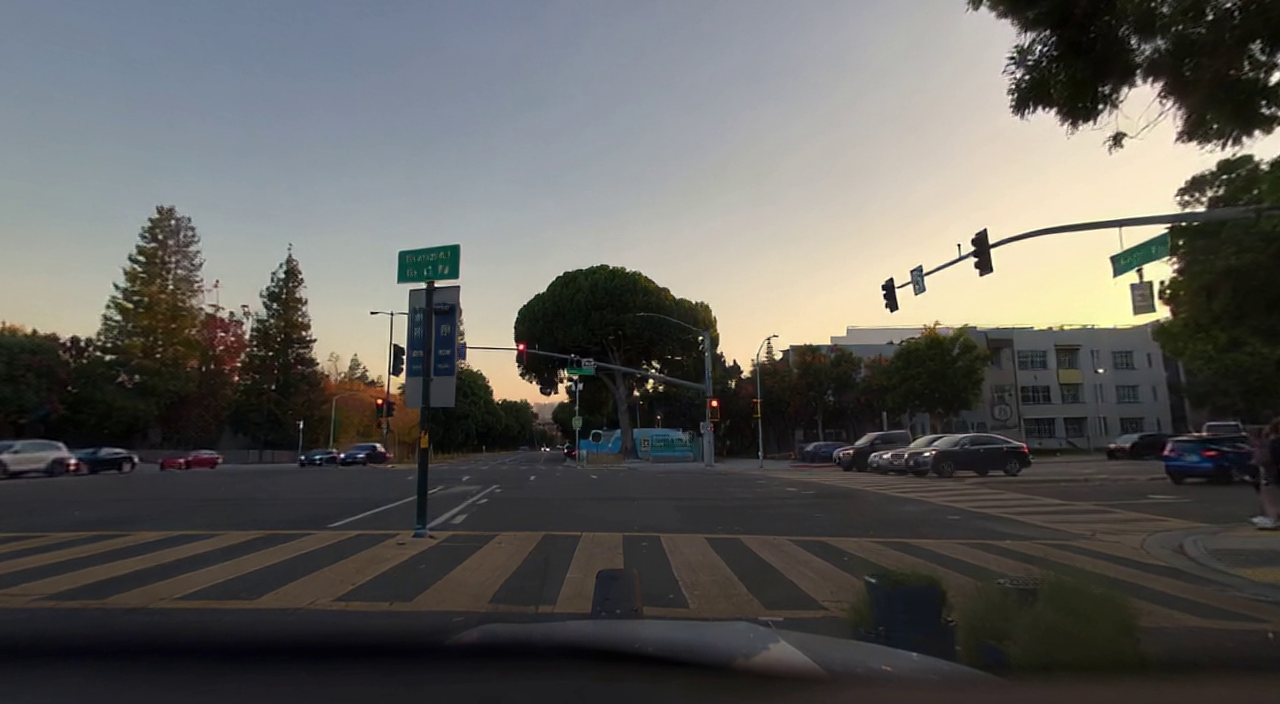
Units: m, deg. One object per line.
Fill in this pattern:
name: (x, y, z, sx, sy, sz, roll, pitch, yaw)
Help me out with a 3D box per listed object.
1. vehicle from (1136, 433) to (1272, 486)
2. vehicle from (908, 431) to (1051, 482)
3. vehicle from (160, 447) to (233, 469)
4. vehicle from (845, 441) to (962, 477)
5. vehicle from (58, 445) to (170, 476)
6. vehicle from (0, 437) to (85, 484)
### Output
vehicle: (18.425, 3.451, 20.607, 4.312, 1.540, 2.007, 5, -10, -31)
vehicle: (12.900, 3.927, 24.052, 4.742, 1.762, 2.180, 3, -9, -22)
vehicle: (-31.269, 7.476, 44.724, 1.811, 1.438, 4.812, 0, -8, -2)
vehicle: (11.446, 4.629, 27.574, 4.317, 1.491, 1.896, 1, -9, -11)
vehicle: (-27.257, 5.621, 32.988, 2.006, 1.459, 4.720, 0, -8, -4)
vehicle: (-23.341, 3.951, 23.167, 2.056, 1.604, 4.436, 0, -8, -3)
